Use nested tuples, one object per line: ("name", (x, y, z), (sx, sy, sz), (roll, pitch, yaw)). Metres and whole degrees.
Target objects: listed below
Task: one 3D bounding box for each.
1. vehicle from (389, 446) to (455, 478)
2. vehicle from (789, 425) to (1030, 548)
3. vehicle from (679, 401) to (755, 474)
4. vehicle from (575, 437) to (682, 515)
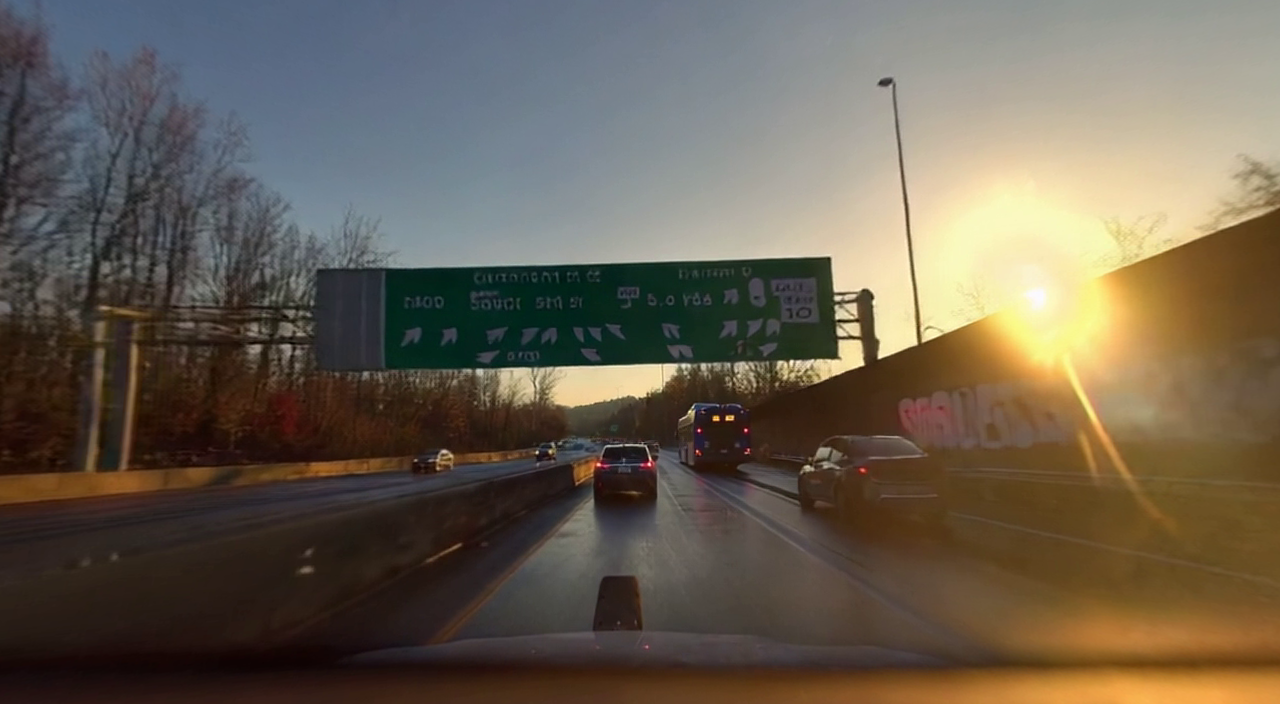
("vehicle", (-12.556, 6.360, 36.419), (2.090, 1.680, 4.456), (-1, -9, 2))
("vehicle", (3.859, 2.002, 9.883), (1.995, 1.507, 3.915), (0, -9, -1))
("vehicle", (4.107, 5.102, 36.504), (3.055, 3.479, 12.521), (-1, -9, 1))
("vehicle", (-0.240, 2.846, 14.814), (2.160, 1.532, 4.073), (-1, -9, 0))
